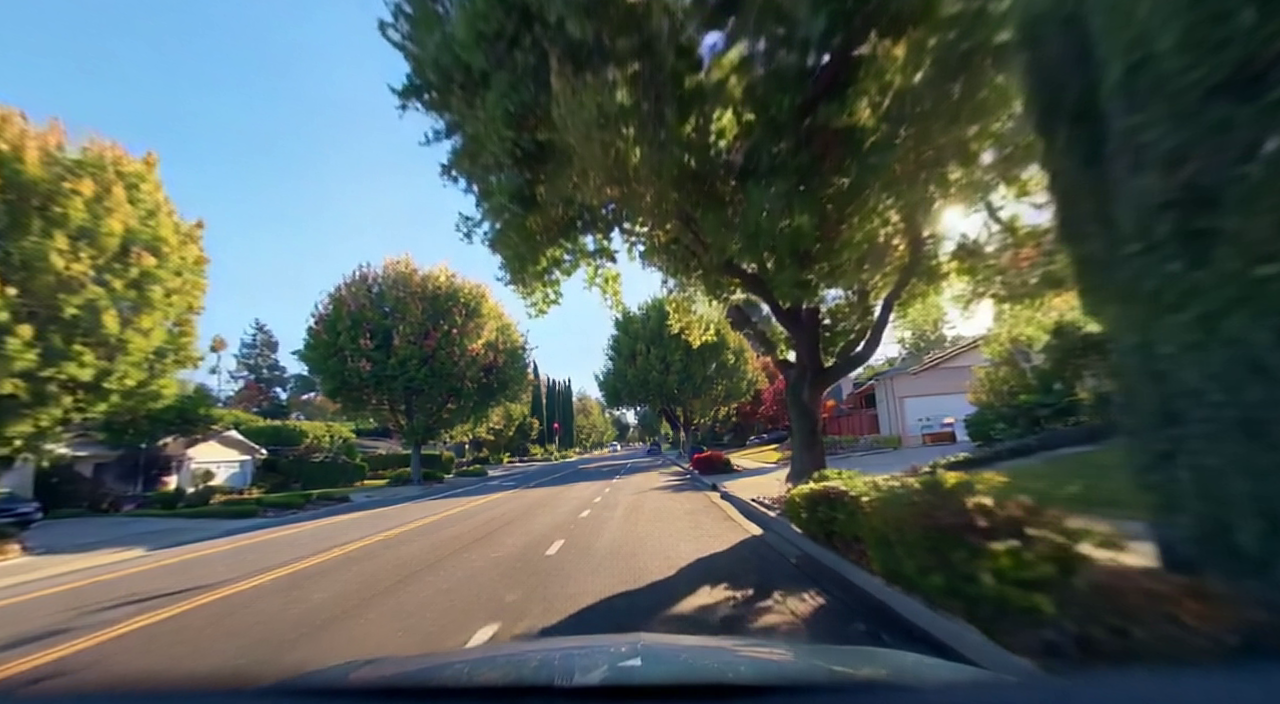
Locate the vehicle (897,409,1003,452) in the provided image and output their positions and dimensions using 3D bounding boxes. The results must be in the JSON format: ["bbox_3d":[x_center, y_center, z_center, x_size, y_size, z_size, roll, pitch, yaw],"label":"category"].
[{"bbox_3d":[14.491,3.681,29.520,3.917,1.454,1.725,-7,-7,0],"label":"vehicle"}]
